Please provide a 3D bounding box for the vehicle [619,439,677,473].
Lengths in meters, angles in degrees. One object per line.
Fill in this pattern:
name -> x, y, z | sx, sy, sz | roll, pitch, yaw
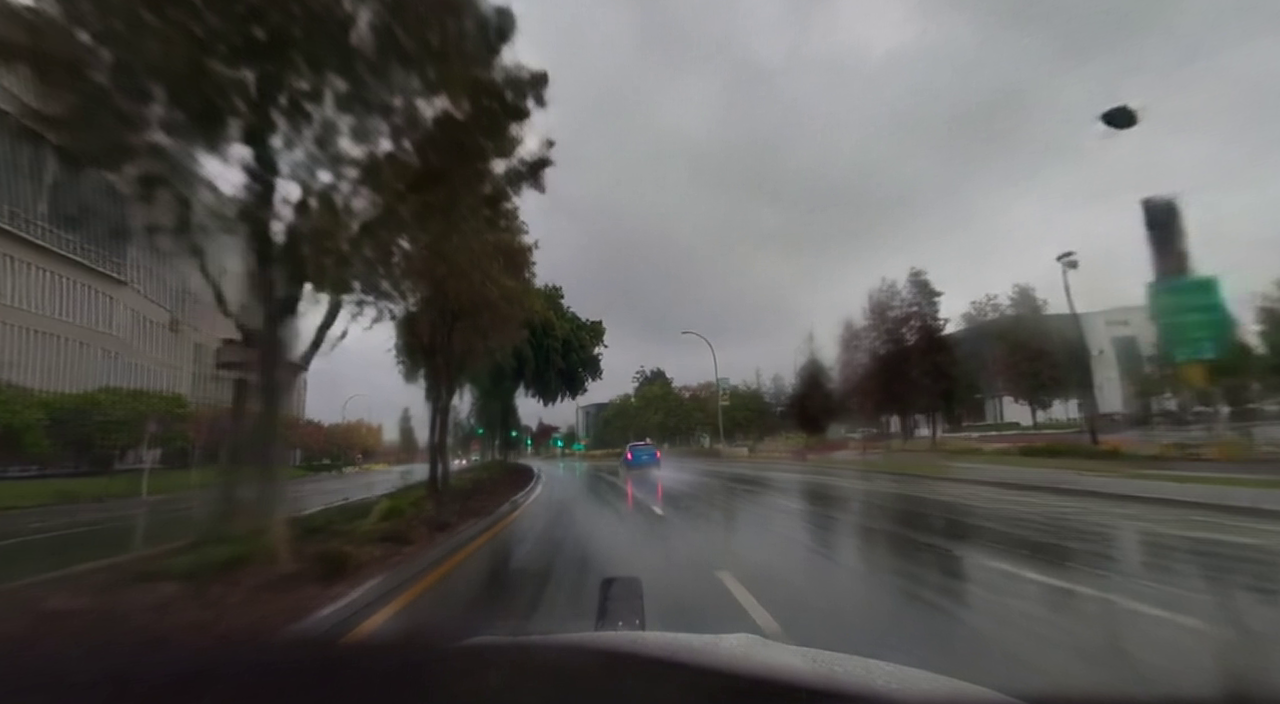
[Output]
vehicle -> 0.339, 5.318, 32.533 | 2.165, 1.633, 4.381 | 1, -9, -10
